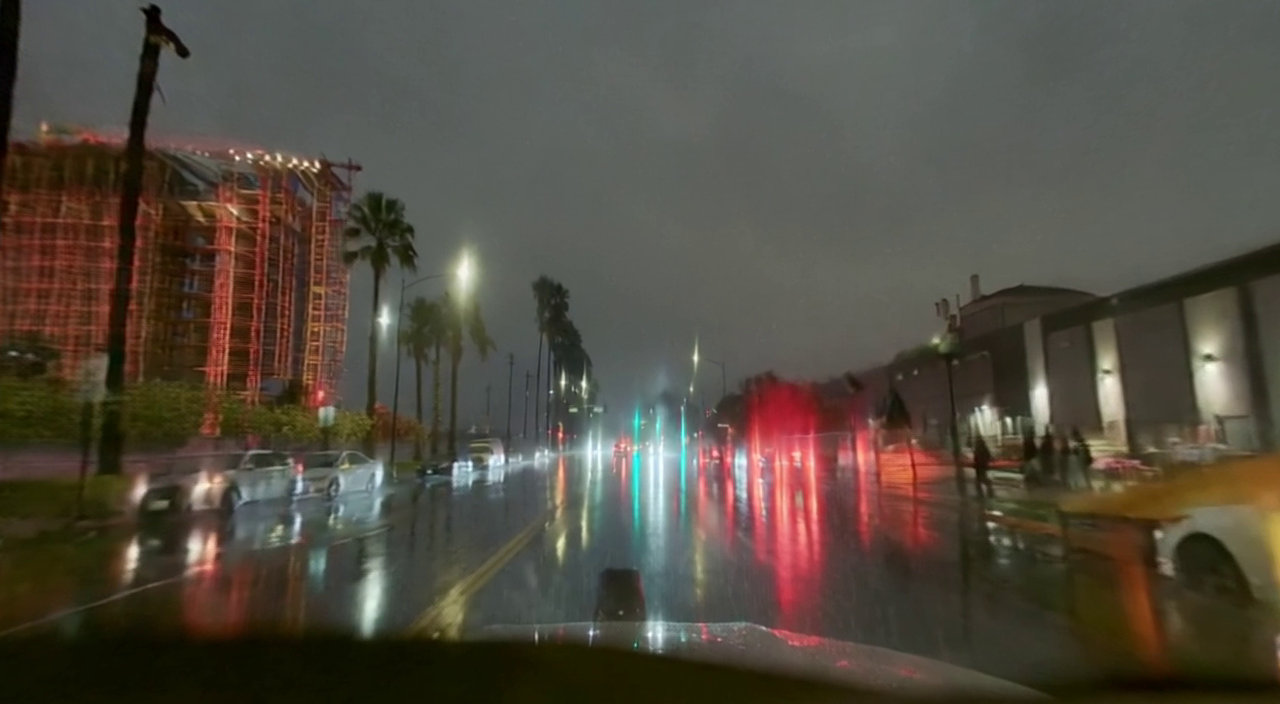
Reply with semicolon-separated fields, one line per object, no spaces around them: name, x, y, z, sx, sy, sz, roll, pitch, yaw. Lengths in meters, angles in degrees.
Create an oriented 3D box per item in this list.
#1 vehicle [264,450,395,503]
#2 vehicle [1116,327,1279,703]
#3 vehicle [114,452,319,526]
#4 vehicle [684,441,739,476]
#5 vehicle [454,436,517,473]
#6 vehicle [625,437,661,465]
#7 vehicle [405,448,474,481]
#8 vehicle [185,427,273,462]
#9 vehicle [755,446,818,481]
vehicle;-9.553;3.831;19.944;1.821;1.448;4.591;0;-9;0
vehicle;3.086;0.527;0.516;1.953;1.687;4.344;0;-9;0
vehicle;-9.674;3.123;14.959;1.826;1.445;4.325;0;-9;0
vehicle;3.261;4.954;29.556;1.999;1.487;3.939;0;-9;-2
vehicle;-9.777;6.633;40.516;2.294;1.948;6.025;-6;-11;1
vehicle;0.238;6.573;41.976;2.264;1.798;4.258;0;-9;1
vehicle;-9.784;5.478;31.192;1.804;1.478;4.734;0;-9;0
vehicle;-19.942;4.507;30.641;3.575;1.571;1.912;-5;-10;27
vehicle;6.610;5.076;29.015;1.819;1.435;4.337;0;-9;-1
